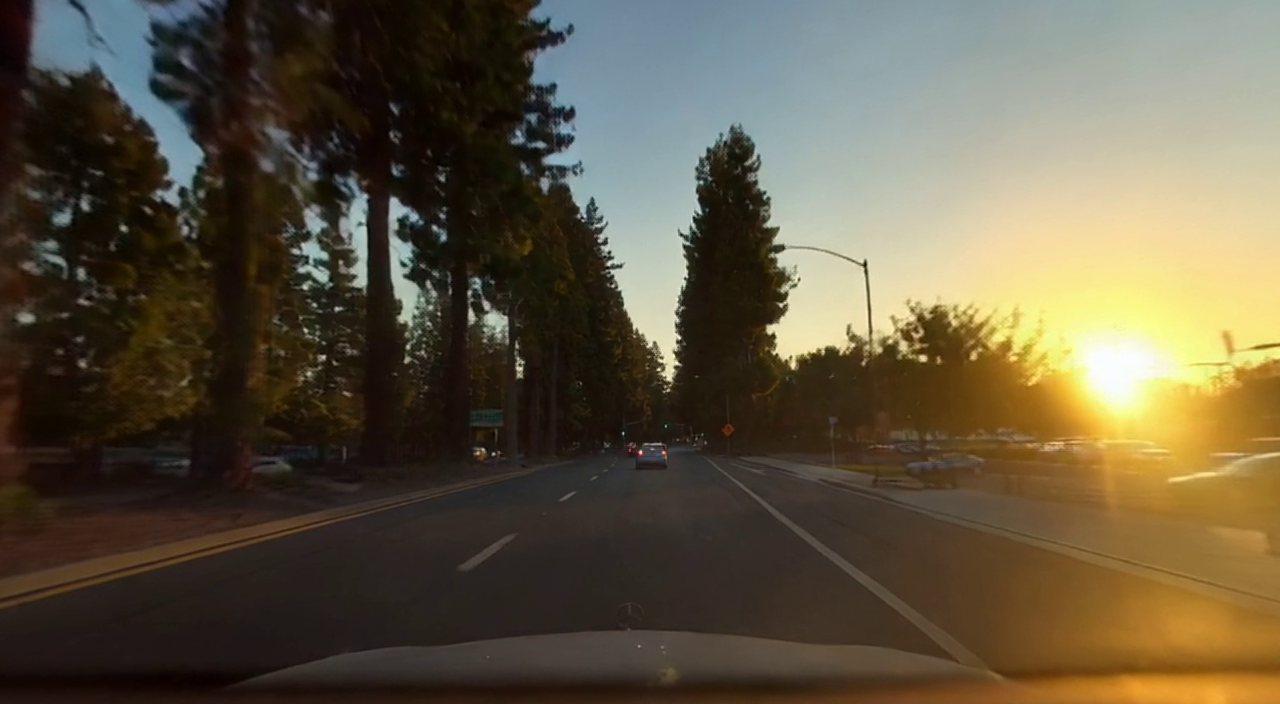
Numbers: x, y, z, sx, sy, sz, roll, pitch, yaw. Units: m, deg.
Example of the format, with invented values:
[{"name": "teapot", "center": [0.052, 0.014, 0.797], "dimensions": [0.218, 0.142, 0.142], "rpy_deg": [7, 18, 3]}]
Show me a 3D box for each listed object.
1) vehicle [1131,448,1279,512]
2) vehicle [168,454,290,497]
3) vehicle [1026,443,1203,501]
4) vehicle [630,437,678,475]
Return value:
[{"name": "vehicle", "center": [15.373, 3.177, 15.863], "dimensions": [4.400, 1.480, 1.824], "rpy_deg": [0, -9, 2]}, {"name": "vehicle", "center": [-16.284, 4.883, 25.298], "dimensions": [1.895, 1.513, 4.362], "rpy_deg": [0, -9, 1]}, {"name": "vehicle", "center": [16.063, 4.062, 21.501], "dimensions": [4.413, 1.471, 1.823], "rpy_deg": [-5, -7, 1]}, {"name": "vehicle", "center": [0.638, 5.014, 30.460], "dimensions": [2.135, 1.691, 3.884], "rpy_deg": [0, -9, 0]}]
